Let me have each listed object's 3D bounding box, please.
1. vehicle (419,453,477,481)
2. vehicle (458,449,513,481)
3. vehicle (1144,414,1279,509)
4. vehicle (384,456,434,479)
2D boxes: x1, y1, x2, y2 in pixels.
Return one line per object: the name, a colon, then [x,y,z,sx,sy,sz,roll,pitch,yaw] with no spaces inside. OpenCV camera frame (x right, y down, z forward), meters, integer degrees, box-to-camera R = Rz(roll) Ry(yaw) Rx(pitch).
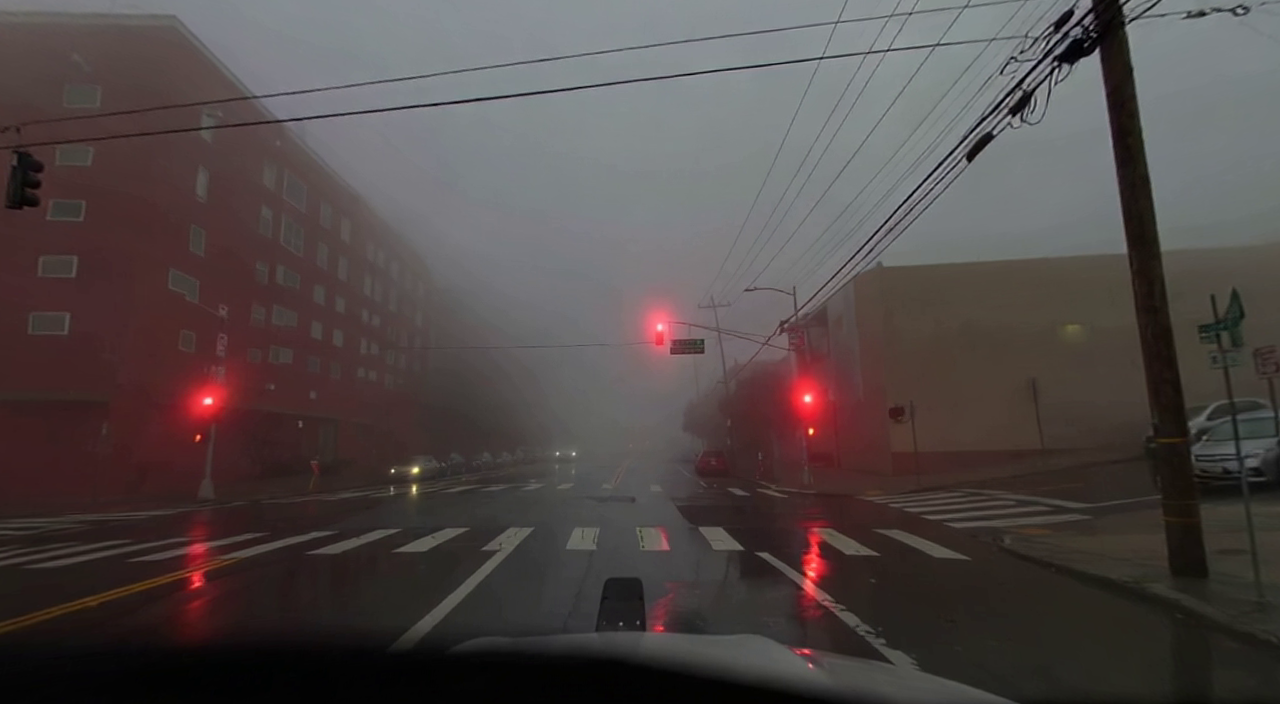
vehicle: [-11.894,7.133,39.349,1.943,1.574,4.727,0,-9,3]
vehicle: [-8.710,6.394,35.822,2.020,1.672,3.842,0,-9,3]
vehicle: [12.599,2.175,12.632,3.234,1.746,1.941,0,-9,0]
vehicle: [-16.657,8.342,45.597,1.843,1.494,4.109,0,-9,3]
